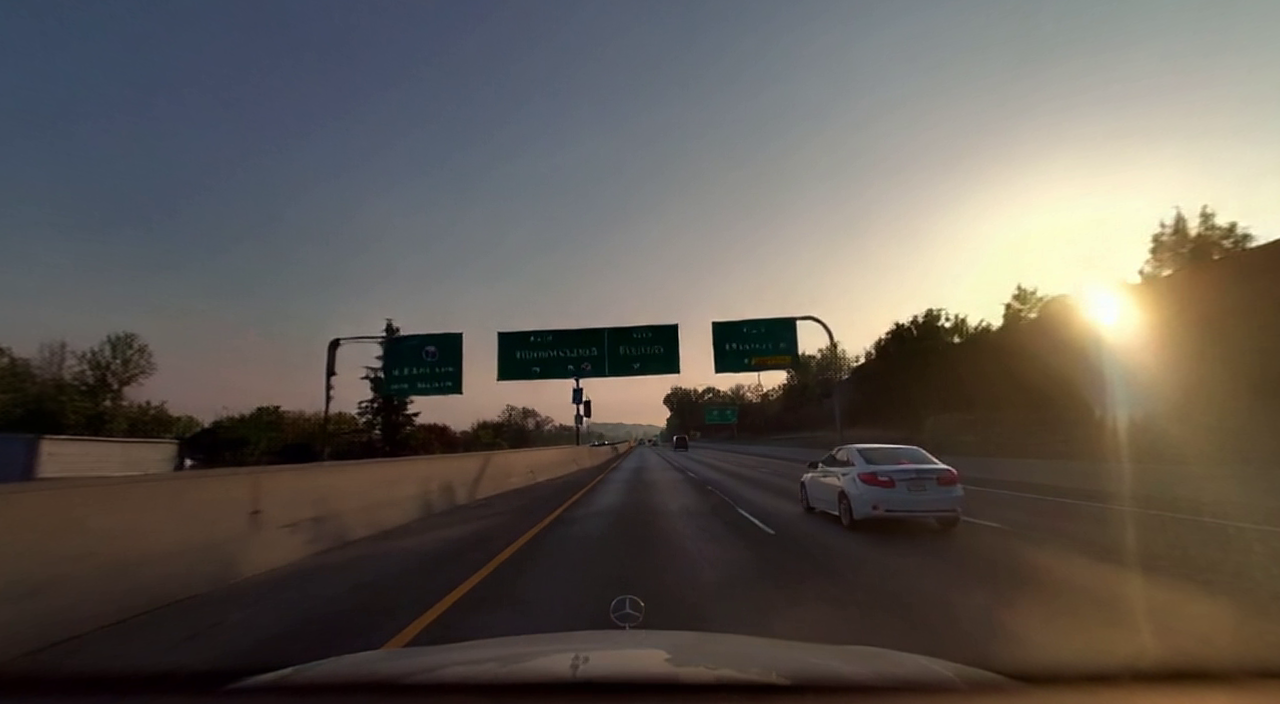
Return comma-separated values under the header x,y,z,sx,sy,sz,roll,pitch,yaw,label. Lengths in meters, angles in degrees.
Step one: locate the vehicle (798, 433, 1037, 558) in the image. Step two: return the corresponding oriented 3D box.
x,y,z,sx,sy,sz,roll,pitch,yaw,label
3.669,1.926,9.184,1.683,1.400,3.868,0,-8,-1,vehicle
